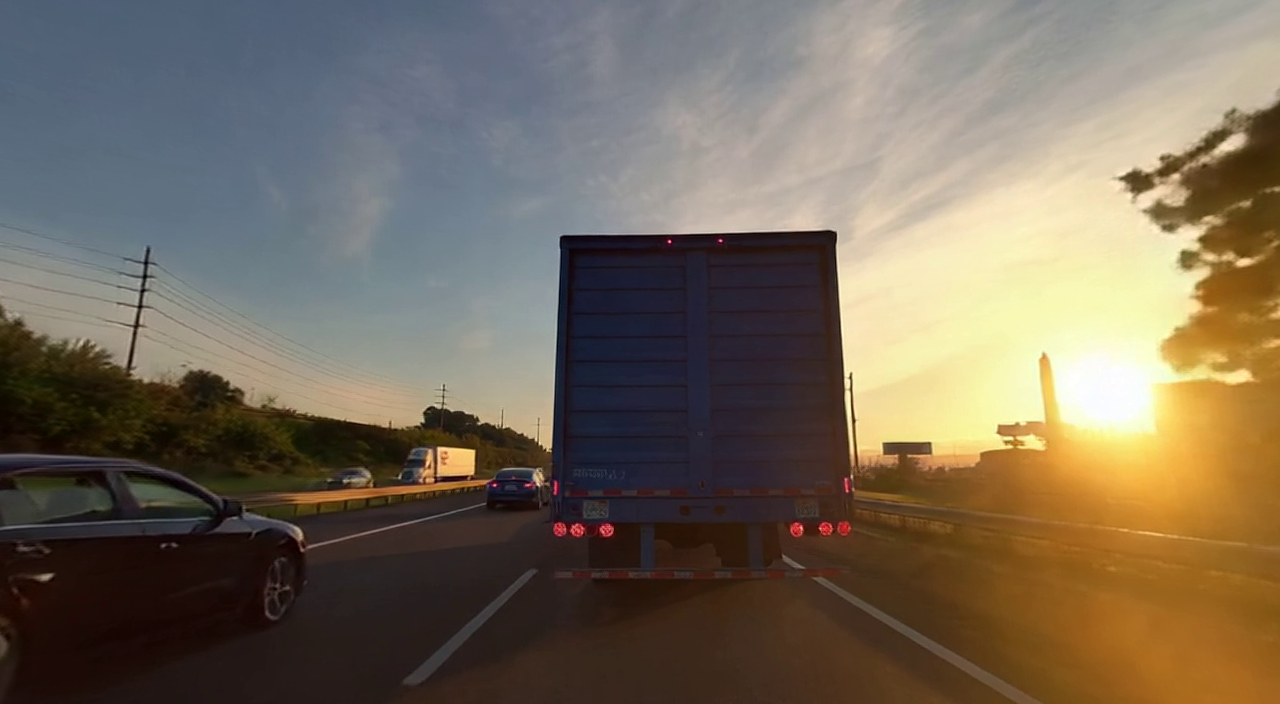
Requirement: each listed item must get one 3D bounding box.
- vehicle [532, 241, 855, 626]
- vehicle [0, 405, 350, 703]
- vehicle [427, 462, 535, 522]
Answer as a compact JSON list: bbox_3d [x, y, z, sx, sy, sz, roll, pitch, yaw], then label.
[{"bbox_3d":[0.629,1.443,10.138,2.831,3.529,8.689,0,-11,2],"label":"vehicle"},{"bbox_3d":[-3.923,1.185,3.702,1.983,1.575,4.973,0,-11,1],"label":"vehicle"},{"bbox_3d":[-4.443,3.995,18.363,1.891,1.469,4.431,0,-11,1],"label":"vehicle"}]
